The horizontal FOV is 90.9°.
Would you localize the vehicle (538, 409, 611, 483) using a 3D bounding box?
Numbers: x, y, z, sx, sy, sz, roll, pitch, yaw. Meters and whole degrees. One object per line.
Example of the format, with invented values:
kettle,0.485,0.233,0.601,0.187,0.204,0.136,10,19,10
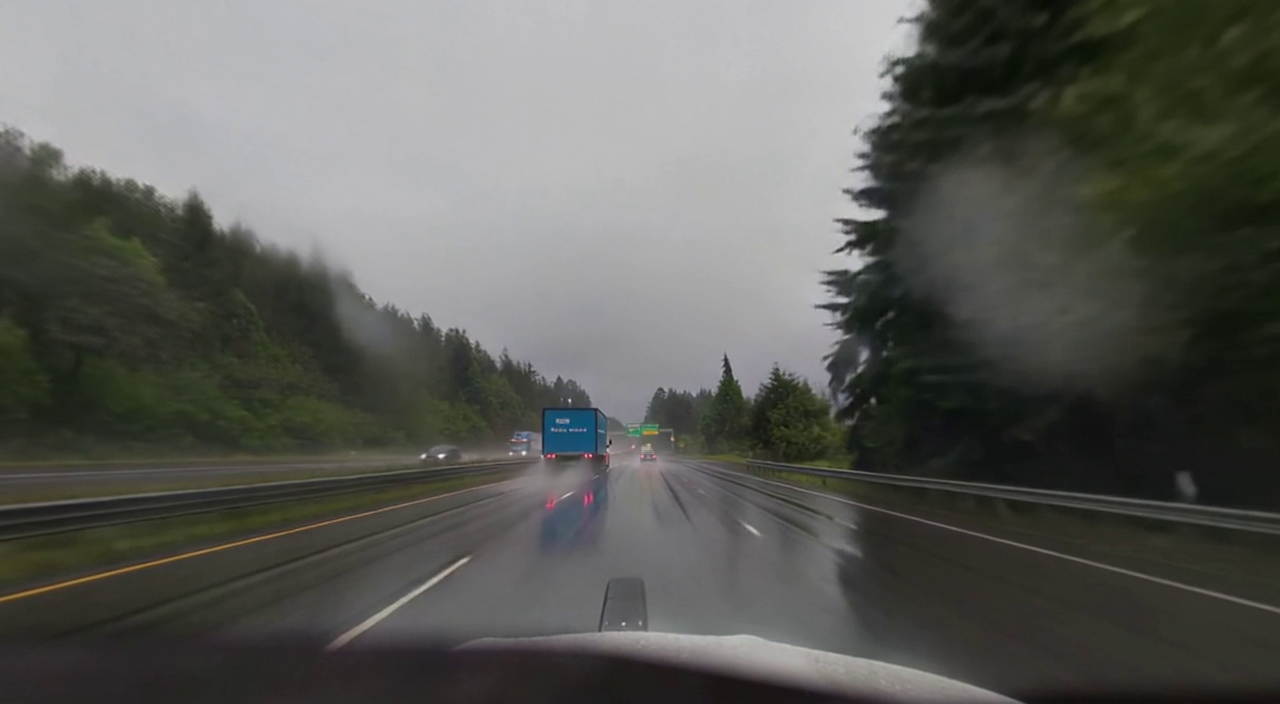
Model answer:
vehicle,-2.953,4.533,30.482,2.695,3.151,6.885,0,-9,1
